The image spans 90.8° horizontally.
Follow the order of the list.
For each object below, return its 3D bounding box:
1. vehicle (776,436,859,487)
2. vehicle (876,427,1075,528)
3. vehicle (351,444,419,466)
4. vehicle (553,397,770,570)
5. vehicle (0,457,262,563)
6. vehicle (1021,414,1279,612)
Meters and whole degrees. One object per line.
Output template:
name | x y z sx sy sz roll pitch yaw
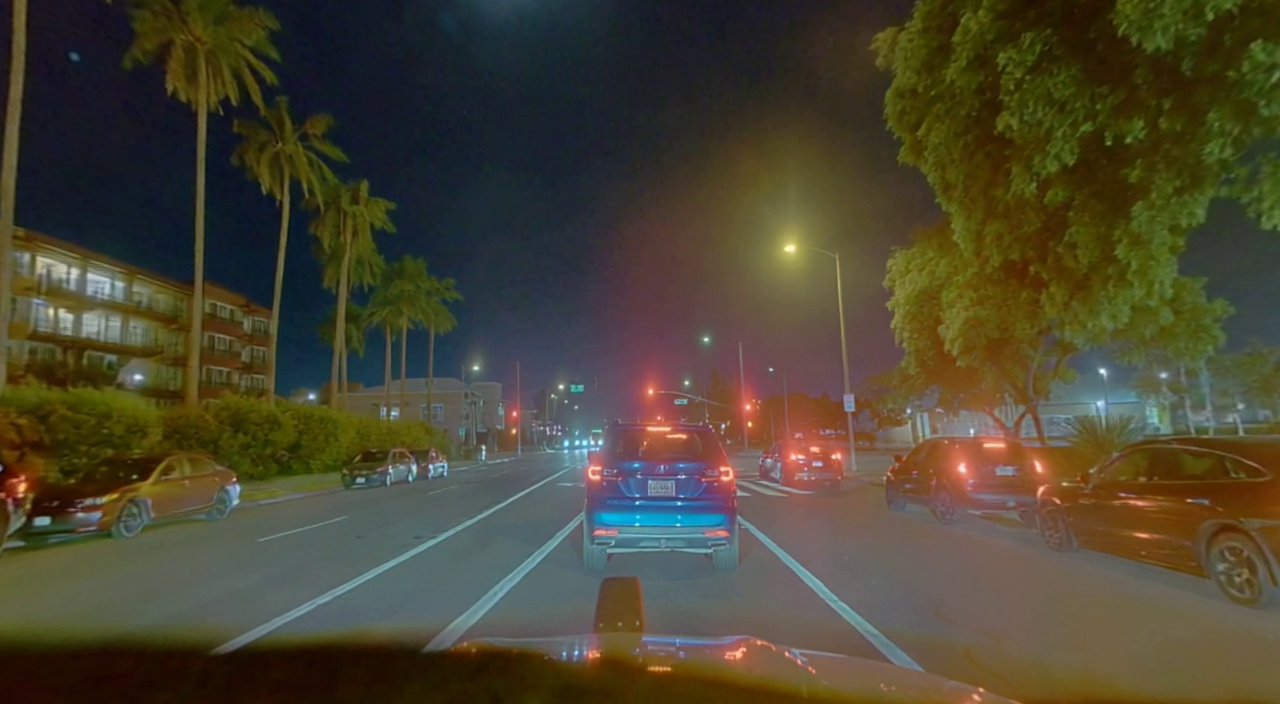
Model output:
vehicle | 6.510 4.054 23.677 1.948 1.729 4.023 0 -8 0
vehicle | 6.666 2.521 13.240 1.930 1.736 4.329 -1 -8 3
vehicle | -18.760 7.575 46.659 1.759 1.457 4.297 -7 -11 37
vehicle | 0.260 1.693 8.831 2.264 1.798 4.258 0 -8 1
vehicle | -9.586 2.807 11.928 2.054 1.467 4.595 -3 -9 1
vehicle | 6.438 1.598 6.923 1.935 1.672 4.139 0 -8 1
